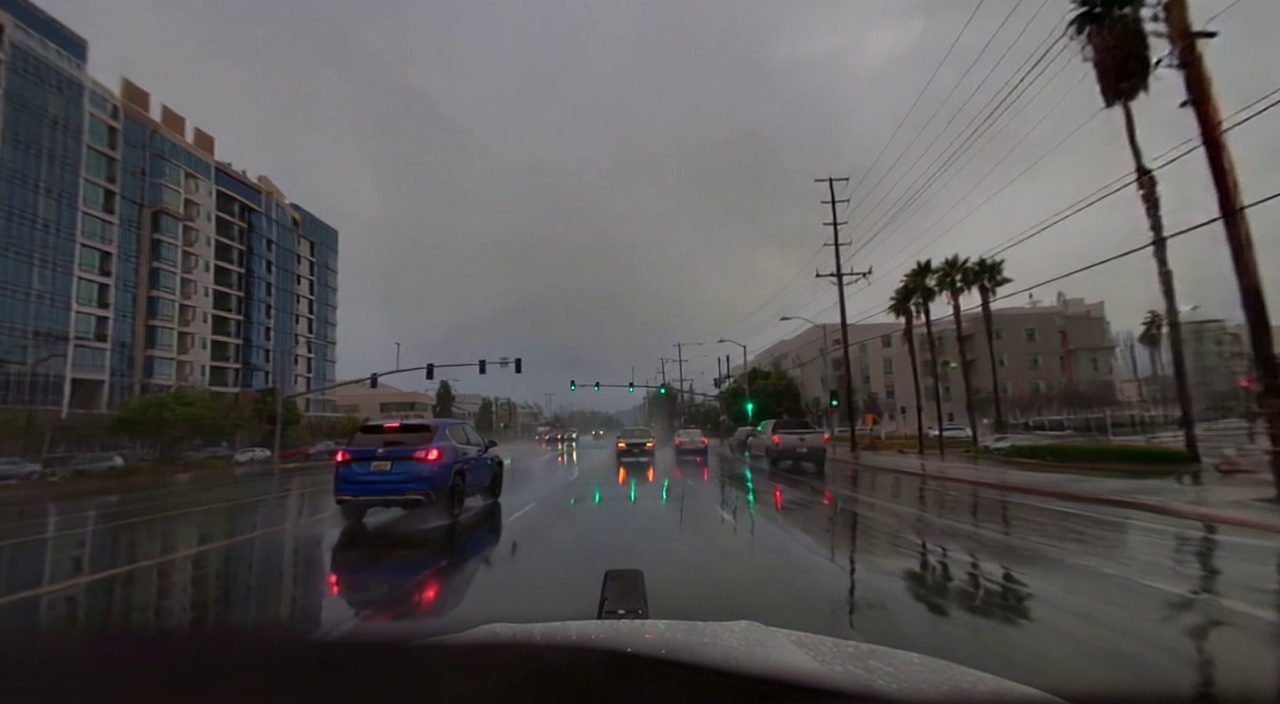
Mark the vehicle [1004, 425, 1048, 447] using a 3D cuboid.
[{"bbox_3d":[27.946,6.158,45.830,2.020,1.501,4.732,-4,-9,24],"label":"vehicle"}]

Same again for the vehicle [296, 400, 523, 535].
[{"bbox_3d":[-3.462,1.849,10.624,2.136,1.779,4.417,0,-8,0],"label":"vehicle"}]

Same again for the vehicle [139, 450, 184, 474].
[{"bbox_3d":[-32.566,7.441,43.059,1.879,1.448,4.729,5,-10,-31],"label":"vehicle"}]

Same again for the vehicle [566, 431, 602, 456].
[{"bbox_3d":[-3.546,5.891,40.751,1.973,1.504,3.895,0,-8,0],"label":"vehicle"}]

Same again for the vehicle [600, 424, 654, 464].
[{"bbox_3d":[-0.589,4.252,29.164,2.302,1.681,4.217,0,-8,-1],"label":"vehicle"}]

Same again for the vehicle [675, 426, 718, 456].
[{"bbox_3d":[3.169,5.123,36.111,1.975,1.598,4.025,0,-8,-1],"label":"vehicle"}]

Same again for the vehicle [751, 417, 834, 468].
[{"bbox_3d":[6.379,3.903,27.140,2.130,1.979,5.310,0,-8,-1],"label":"vehicle"}]
